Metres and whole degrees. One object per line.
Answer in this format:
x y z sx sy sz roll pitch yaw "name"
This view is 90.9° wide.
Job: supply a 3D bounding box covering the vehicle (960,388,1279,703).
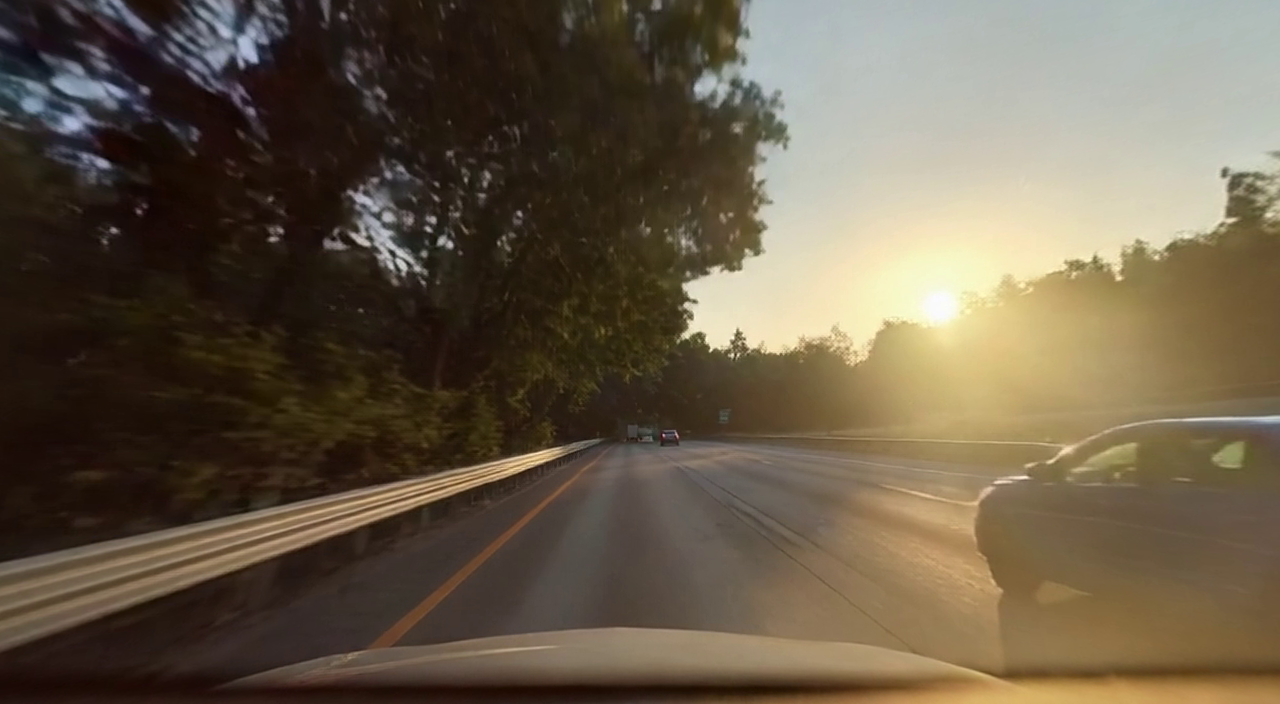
3.681 0.945 2.940 2.017 1.502 4.369 0 -8 -1 "vehicle"
